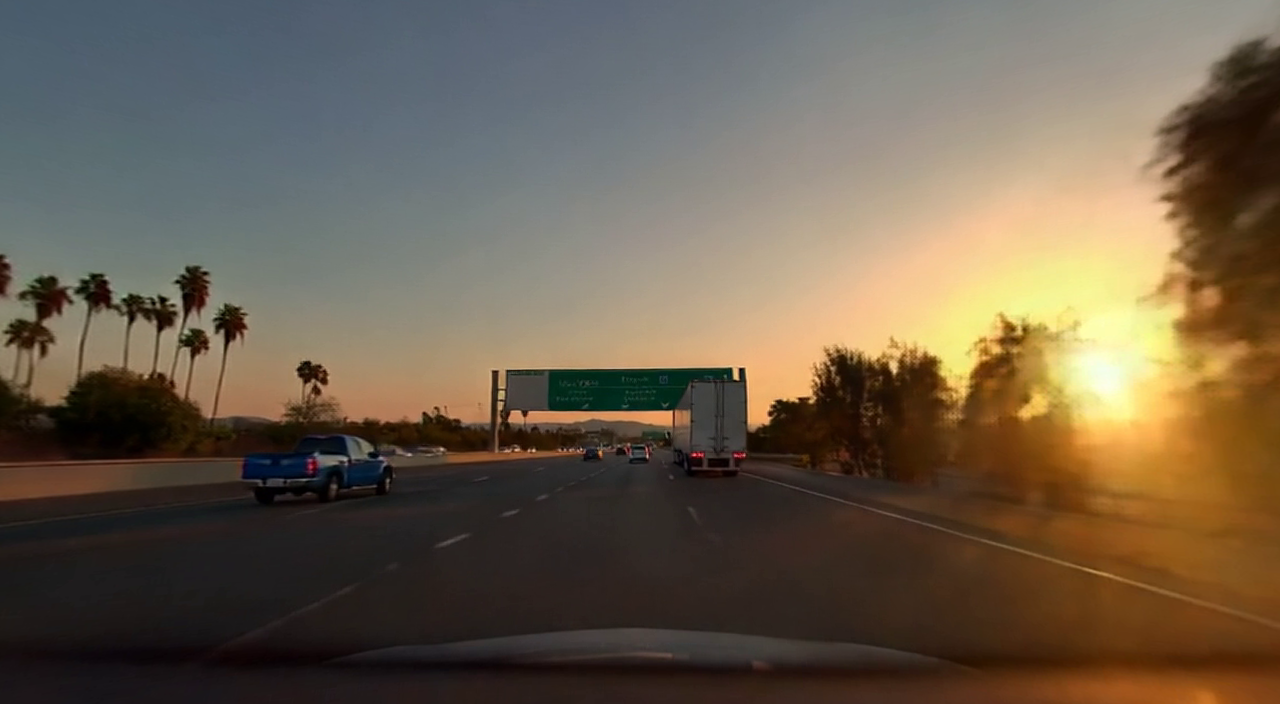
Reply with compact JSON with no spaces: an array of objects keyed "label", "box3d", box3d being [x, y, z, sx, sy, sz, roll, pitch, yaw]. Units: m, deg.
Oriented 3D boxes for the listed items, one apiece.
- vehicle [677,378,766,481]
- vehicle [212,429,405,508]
[{"label":"vehicle","box3d":[3.705,4.241,33.286,2.891,4.123,16.415,0,-8,1]},{"label":"vehicle","box3d":[-8.254,2.942,16.407,2.264,1.728,4.940,0,-9,1]}]
